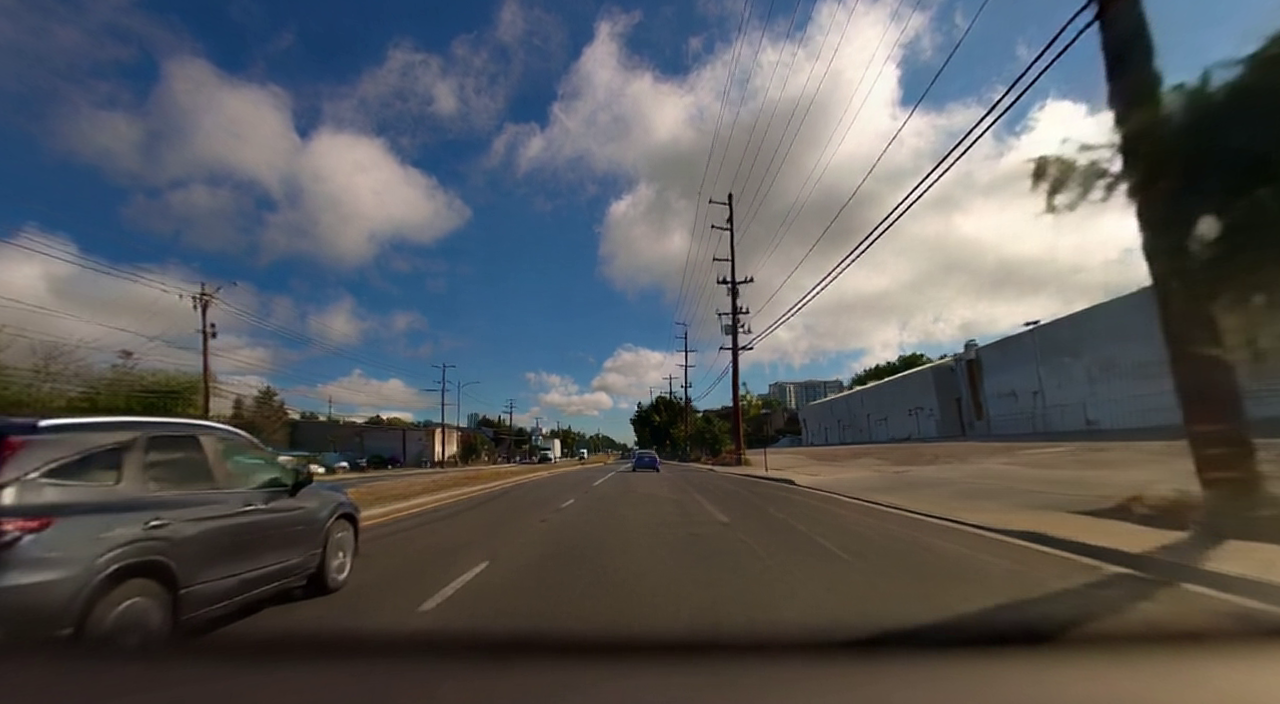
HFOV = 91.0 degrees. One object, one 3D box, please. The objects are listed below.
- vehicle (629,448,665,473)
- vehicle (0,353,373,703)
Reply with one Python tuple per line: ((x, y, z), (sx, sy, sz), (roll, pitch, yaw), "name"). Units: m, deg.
((0.384, 6.815, 39.808), (2.114, 1.492, 4.453), (0, -8, -1), "vehicle")
((-3.506, 0.984, 3.257), (2.169, 1.679, 4.723), (0, -8, 0), "vehicle")
